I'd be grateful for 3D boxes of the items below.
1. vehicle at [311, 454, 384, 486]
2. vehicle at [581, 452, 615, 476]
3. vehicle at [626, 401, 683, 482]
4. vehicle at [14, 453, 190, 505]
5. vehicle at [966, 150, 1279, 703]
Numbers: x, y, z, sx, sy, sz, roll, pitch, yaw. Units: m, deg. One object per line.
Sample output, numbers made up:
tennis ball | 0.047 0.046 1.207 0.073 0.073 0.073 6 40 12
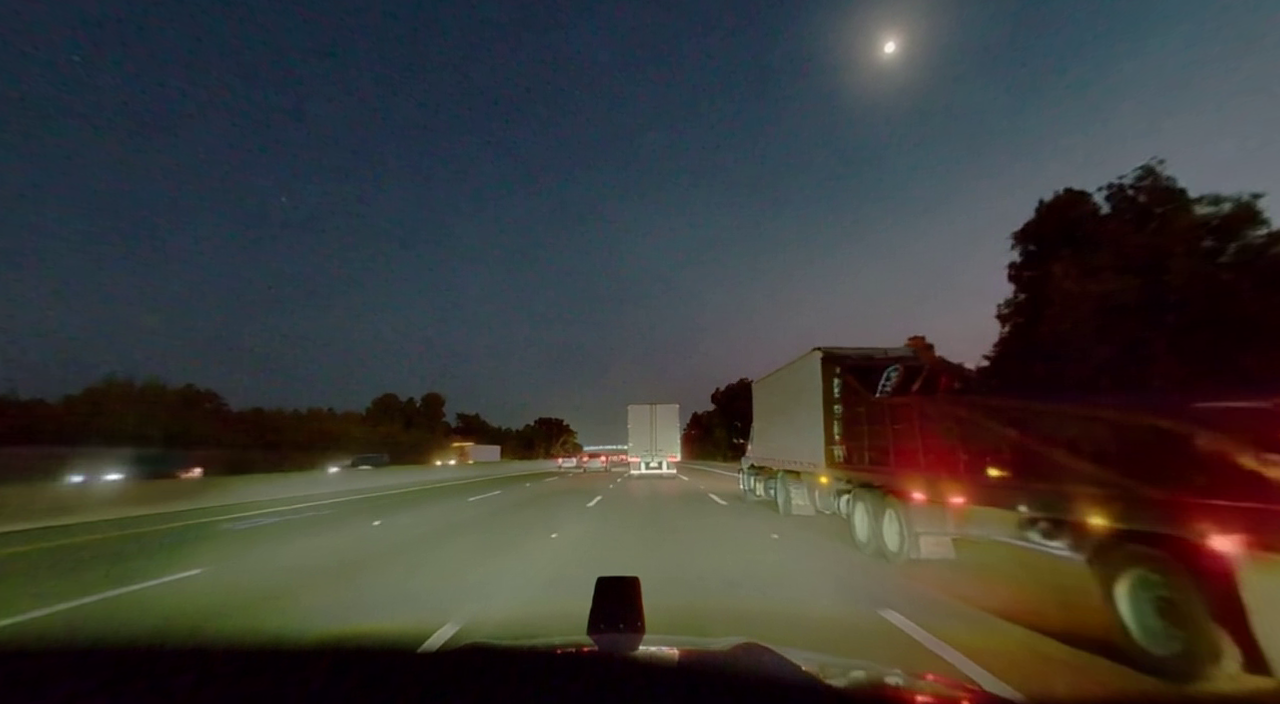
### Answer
vehicle | -14.219 5.727 30.854 1.790 1.434 3.534 0 -9 1
vehicle | -2.889 7.809 44.246 2.061 1.555 3.900 0 -9 0
vehicle | 0.660 5.454 37.993 2.875 4.056 12.312 0 -9 0
vehicle | -18.408 4.326 21.944 2.081 1.575 4.555 0 -9 0
vehicle | 4.634 0.574 4.365 2.565 2.902 3.798 0 -9 0
